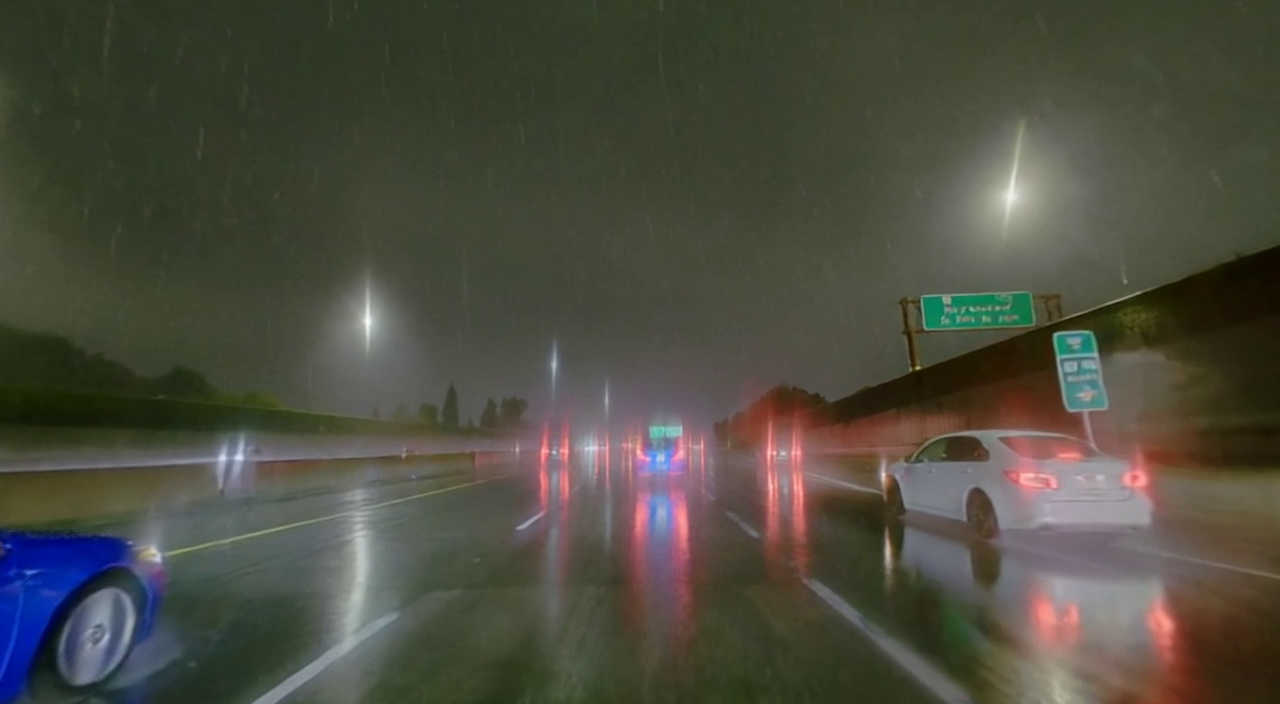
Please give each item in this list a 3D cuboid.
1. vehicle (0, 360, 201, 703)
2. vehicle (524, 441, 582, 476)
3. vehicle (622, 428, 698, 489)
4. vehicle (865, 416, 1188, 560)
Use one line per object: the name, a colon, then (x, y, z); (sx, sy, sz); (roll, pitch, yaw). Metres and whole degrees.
vehicle: (-3.940, 0.706, 1.777); (2.160, 1.639, 4.431); (0, -9, 0)
vehicle: (-3.926, 4.881, 29.156); (2.031, 1.491, 4.145); (0, -8, 1)
vehicle: (0.549, 3.423, 20.539); (2.202, 1.748, 4.158); (0, -8, -1)
vehicle: (5.299, 1.910, 9.571); (2.055, 1.656, 4.370); (0, -8, -1)
